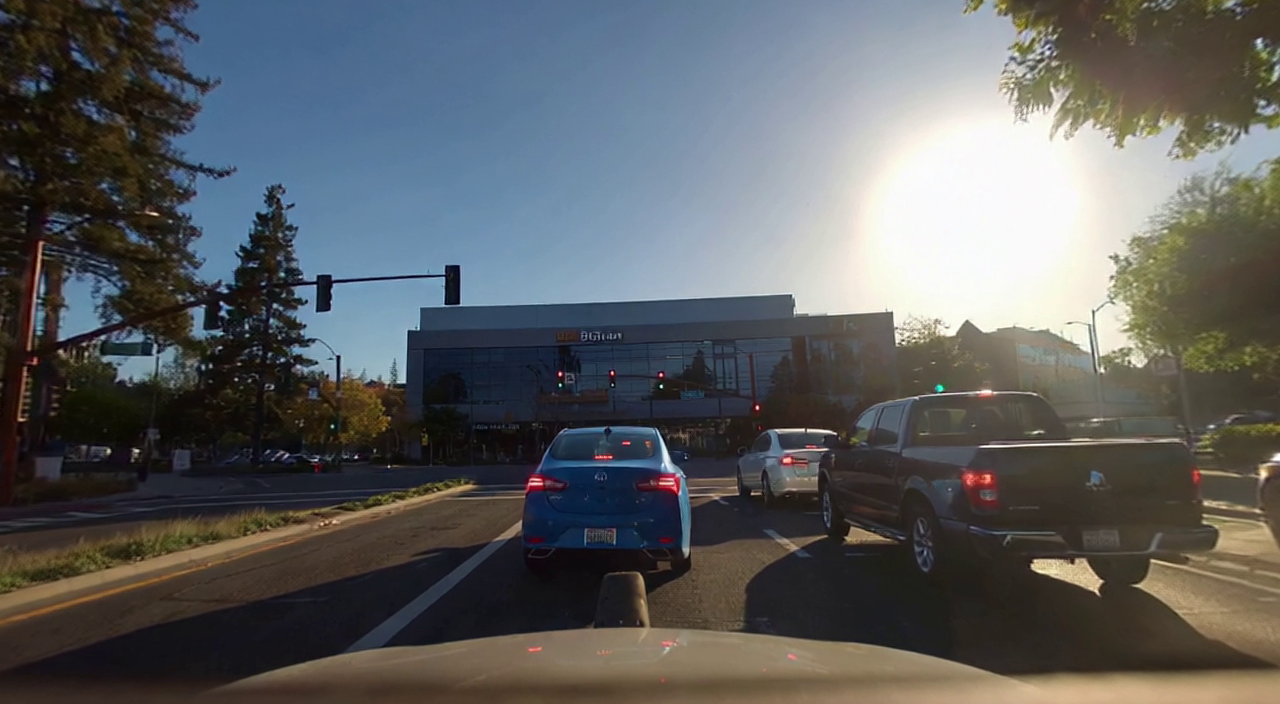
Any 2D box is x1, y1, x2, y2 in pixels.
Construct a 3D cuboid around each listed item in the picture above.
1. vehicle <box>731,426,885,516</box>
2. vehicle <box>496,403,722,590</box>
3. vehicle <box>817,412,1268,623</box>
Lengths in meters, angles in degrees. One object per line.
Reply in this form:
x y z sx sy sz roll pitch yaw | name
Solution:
3.374 2.484 13.690 2.031 1.626 4.264 0 -8 -2 | vehicle
-0.282 1.584 7.634 2.037 1.674 3.693 0 -8 0 | vehicle
3.658 1.573 7.067 1.955 1.550 4.587 0 -8 -1 | vehicle
